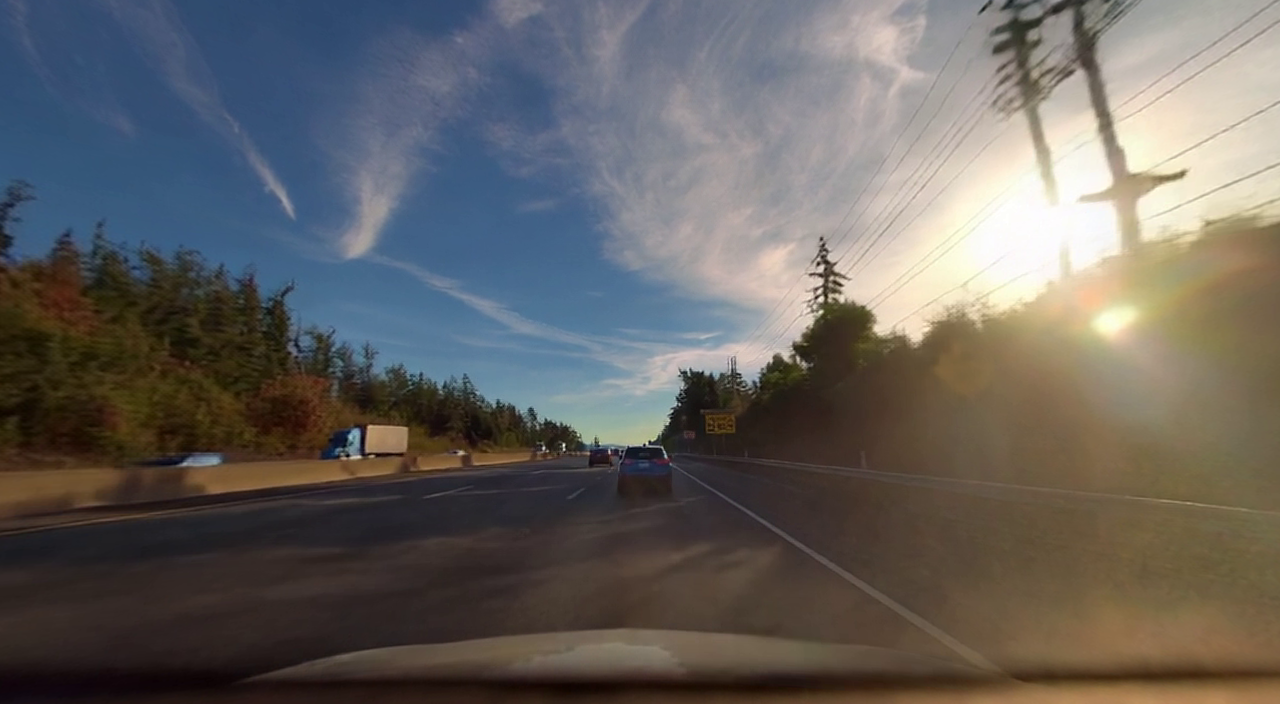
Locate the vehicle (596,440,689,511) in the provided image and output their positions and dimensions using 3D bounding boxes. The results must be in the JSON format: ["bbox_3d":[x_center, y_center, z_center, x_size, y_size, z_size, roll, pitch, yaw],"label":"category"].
[{"bbox_3d":[0.039,2.960,15.568,1.966,1.499,4.298,0,-9,0],"label":"vehicle"}]

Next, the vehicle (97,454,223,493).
[{"bbox_3d":[-20.041,5.075,26.590,1.880,1.463,4.298,0,-9,1],"label":"vehicle"}]
